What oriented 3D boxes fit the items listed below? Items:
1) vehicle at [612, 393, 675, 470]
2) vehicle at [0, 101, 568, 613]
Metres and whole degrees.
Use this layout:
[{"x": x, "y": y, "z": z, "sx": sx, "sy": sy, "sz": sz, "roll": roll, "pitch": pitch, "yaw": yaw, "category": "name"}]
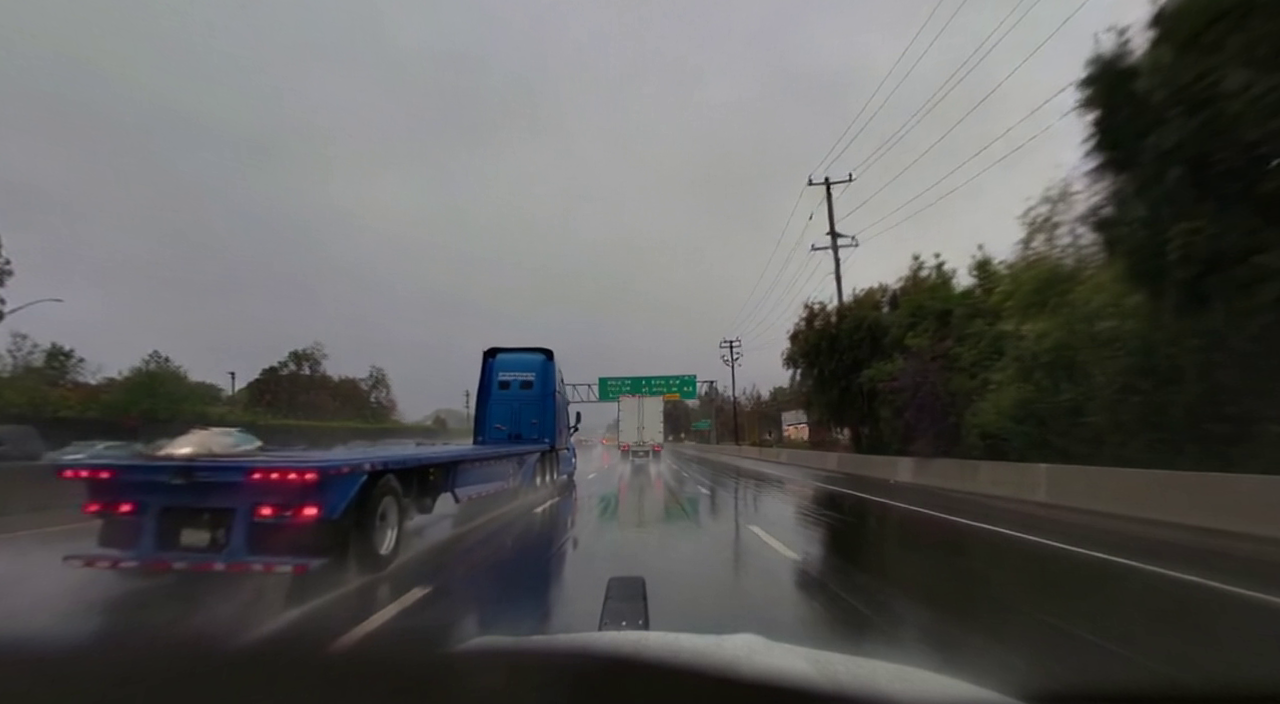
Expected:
[{"x": 0.103, "y": 4.458, "z": 34.579, "sx": 2.941, "sy": 3.604, "sz": 9.851, "roll": 0, "pitch": -9, "yaw": 0, "category": "vehicle"}, {"x": -3.894, "y": 1.098, "z": 12.775, "sx": 2.875, "sy": 4.083, "sz": 15.756, "roll": 0, "pitch": -9, "yaw": 0, "category": "vehicle"}]
